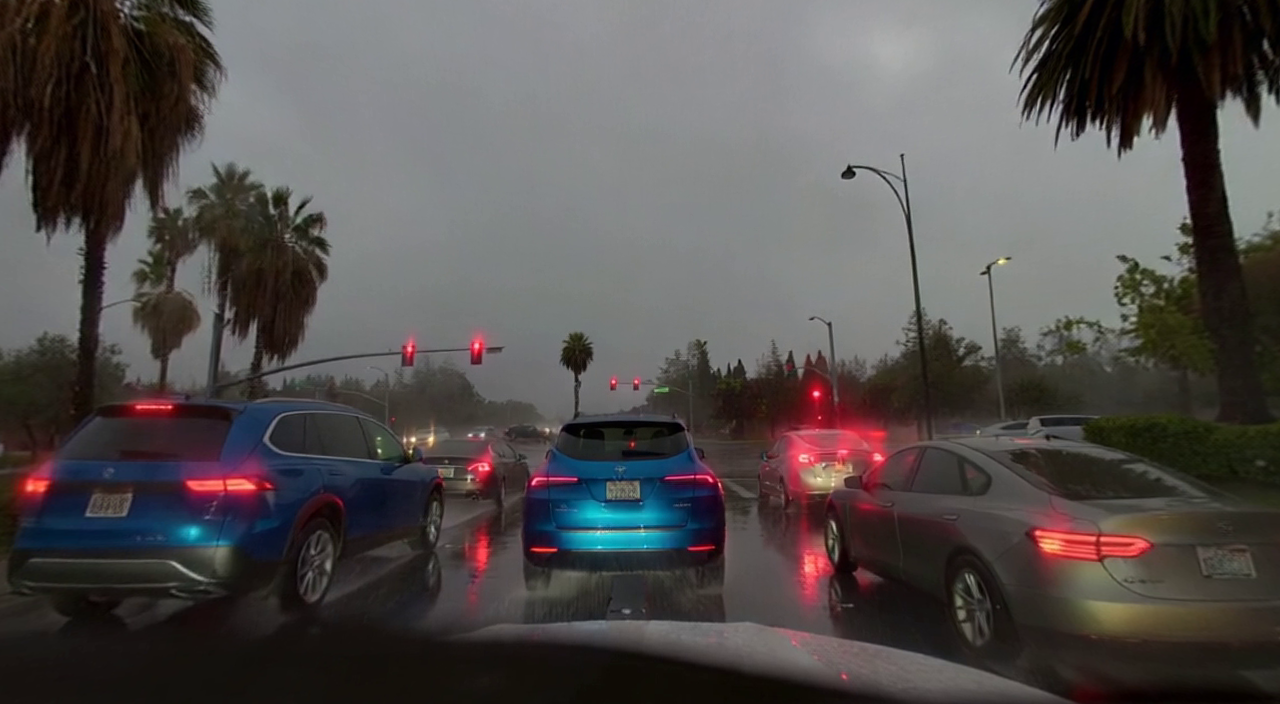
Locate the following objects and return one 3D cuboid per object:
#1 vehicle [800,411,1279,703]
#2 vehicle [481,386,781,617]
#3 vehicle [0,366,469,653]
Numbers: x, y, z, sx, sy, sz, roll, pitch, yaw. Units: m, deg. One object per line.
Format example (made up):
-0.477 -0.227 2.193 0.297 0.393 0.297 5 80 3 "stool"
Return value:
2.972 1.368 5.253 2.017 1.491 4.611 0 -8 -1 "vehicle"
-0.127 1.459 7.064 2.280 1.747 4.361 0 -8 -2 "vehicle"
-3.338 1.282 6.130 2.014 1.755 4.360 0 -8 1 "vehicle"
